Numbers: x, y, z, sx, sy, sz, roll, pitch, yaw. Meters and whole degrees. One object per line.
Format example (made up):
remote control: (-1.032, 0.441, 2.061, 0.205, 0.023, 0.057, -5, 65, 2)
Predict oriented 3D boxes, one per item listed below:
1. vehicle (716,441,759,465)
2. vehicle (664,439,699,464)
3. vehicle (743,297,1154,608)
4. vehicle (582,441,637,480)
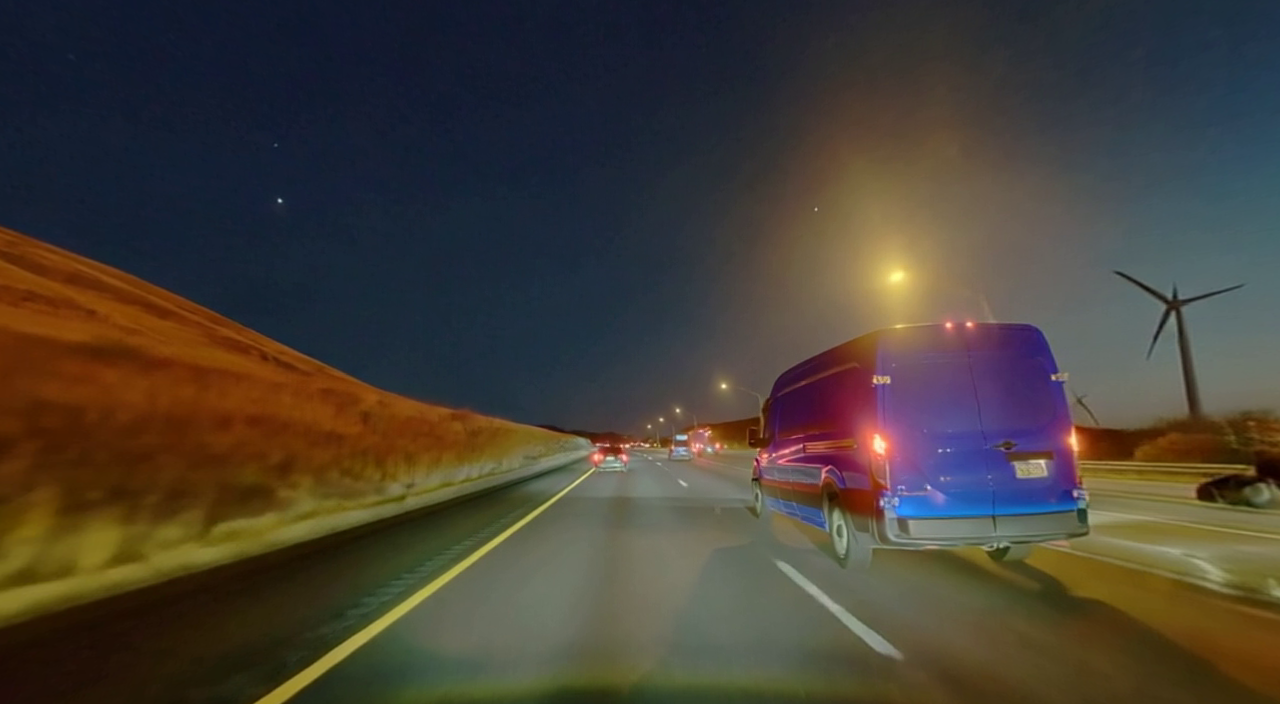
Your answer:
vehicle: (6.365, 6.644, 41.684, 1.958, 1.514, 4.930, 0, -8, -1)
vehicle: (2.917, 7.122, 45.459, 2.108, 1.717, 3.996, 0, -8, -2)
vehicle: (3.051, 1.244, 8.267, 2.365, 2.630, 5.754, 0, -9, -1)
vehicle: (-1.153, 4.339, 25.585, 2.082, 1.445, 3.826, 0, -8, 0)
